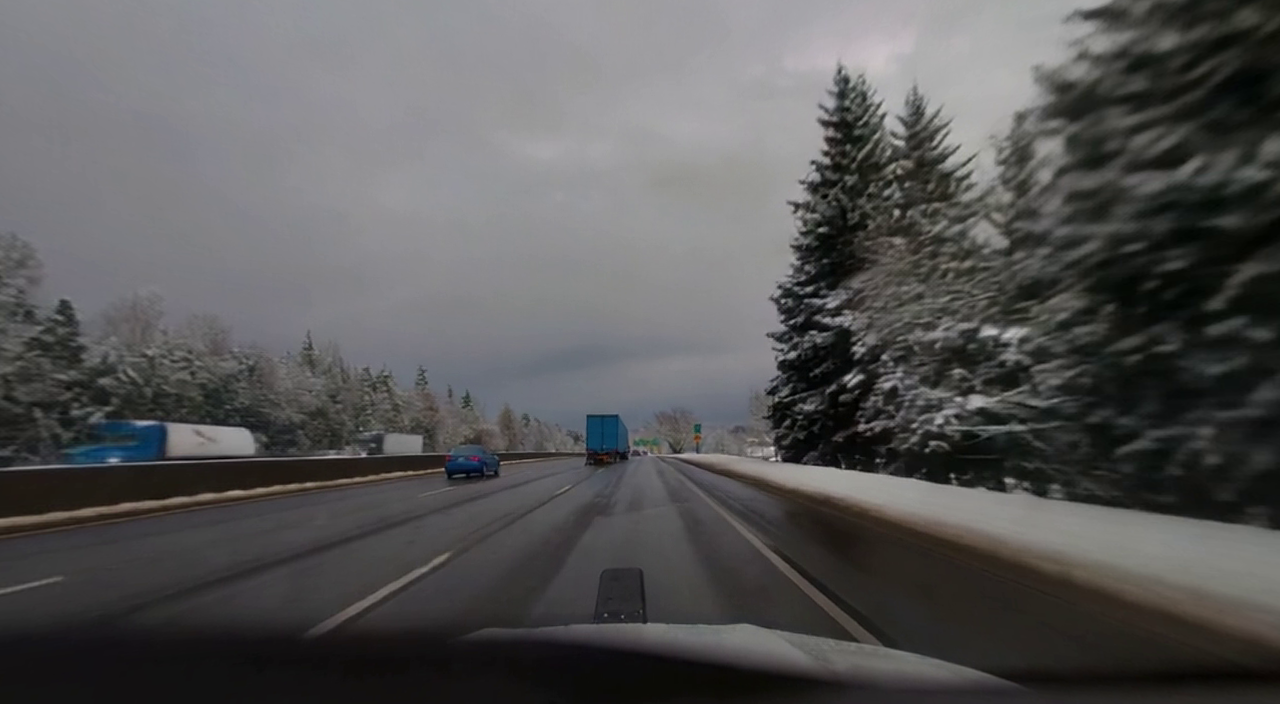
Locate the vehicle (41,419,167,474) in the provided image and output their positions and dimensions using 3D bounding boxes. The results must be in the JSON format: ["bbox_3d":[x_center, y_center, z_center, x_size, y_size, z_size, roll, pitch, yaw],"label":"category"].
[{"bbox_3d":[-36.571,6.481,43.228,2.853,3.453,6.411,0,-8,0],"label":"vehicle"}]

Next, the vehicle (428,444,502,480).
[{"bbox_3d":[-7.675,4.843,28.046,1.901,1.467,4.629,0,-9,1],"label":"vehicle"}]
